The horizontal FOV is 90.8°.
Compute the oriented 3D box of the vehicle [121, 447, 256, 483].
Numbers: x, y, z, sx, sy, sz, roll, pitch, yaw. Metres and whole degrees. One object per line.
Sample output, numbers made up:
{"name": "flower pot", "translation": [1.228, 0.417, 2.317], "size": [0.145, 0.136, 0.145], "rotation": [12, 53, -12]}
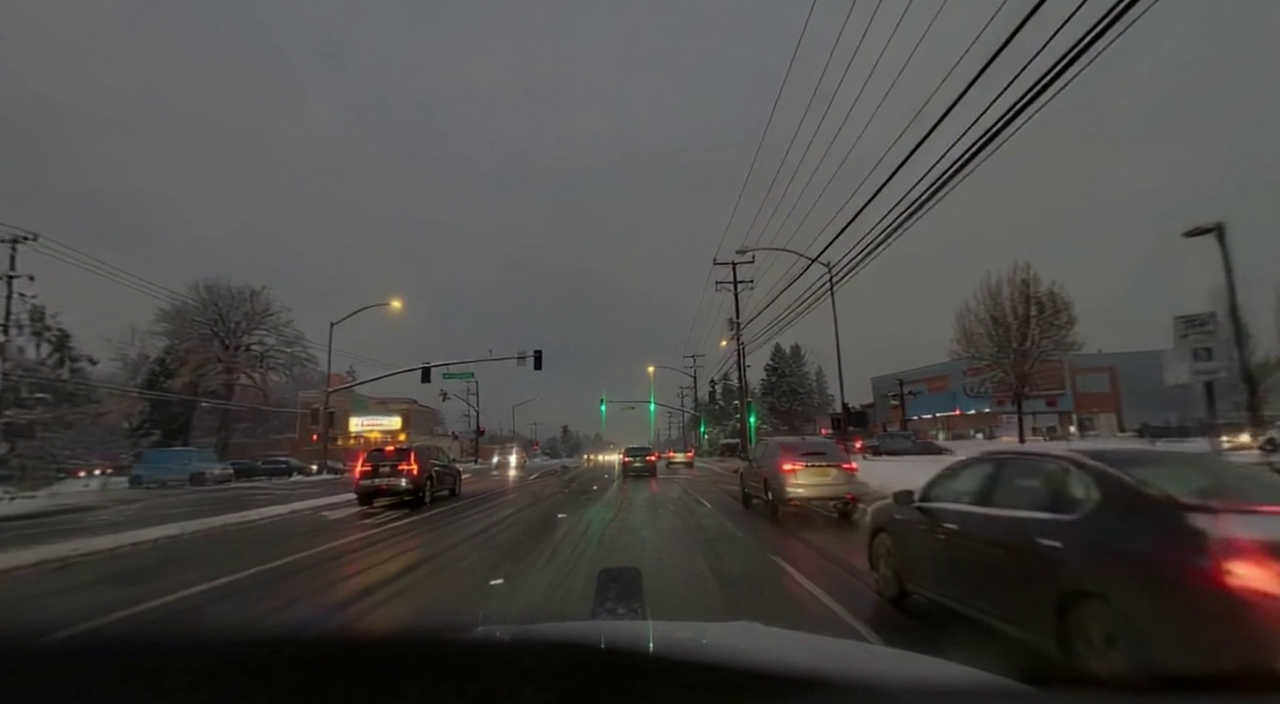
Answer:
{"name": "vehicle", "translation": [-30.336, 7.565, 42.656], "size": [6.968, 2.250, 2.605], "rotation": [0, -8, -3]}

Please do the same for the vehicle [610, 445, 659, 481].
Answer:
{"name": "vehicle", "translation": [-0.260, 4.986, 28.662], "size": [2.065, 1.484, 3.894], "rotation": [0, -8, -1]}

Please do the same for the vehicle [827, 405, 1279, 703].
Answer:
{"name": "vehicle", "translation": [2.959, 1.224, 4.216], "size": [1.945, 1.470, 4.363], "rotation": [0, -8, -2]}

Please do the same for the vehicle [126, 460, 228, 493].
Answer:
{"name": "vehicle", "translation": [-25.806, 6.913, 35.222], "size": [4.989, 1.567, 2.075], "rotation": [-2, -10, 21]}

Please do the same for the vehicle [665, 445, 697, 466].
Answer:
{"name": "vehicle", "translation": [3.040, 7.773, 47.763], "size": [1.971, 1.477, 4.121], "rotation": [0, -8, -2]}

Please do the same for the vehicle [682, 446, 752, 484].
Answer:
{"name": "vehicle", "translation": [3.150, 4.723, 26.827], "size": [2.208, 1.436, 4.542], "rotation": [0, -8, -3]}

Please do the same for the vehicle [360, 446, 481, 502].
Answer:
{"name": "vehicle", "translation": [-6.369, 3.561, 18.927], "size": [2.075, 1.470, 4.190], "rotation": [0, -8, 1]}
